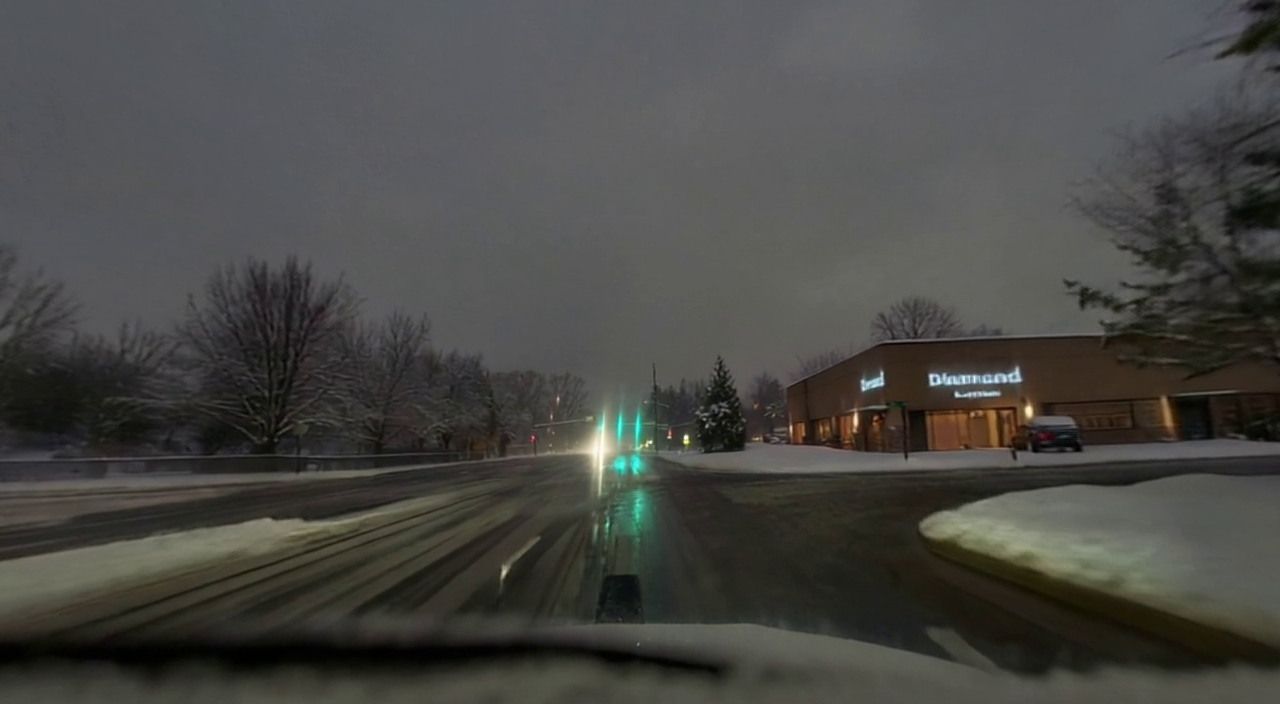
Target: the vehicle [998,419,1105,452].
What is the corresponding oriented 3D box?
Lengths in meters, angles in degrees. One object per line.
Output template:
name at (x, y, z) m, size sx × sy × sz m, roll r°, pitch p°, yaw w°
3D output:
vehicle at (21.730, 4.499, 33.688) m, size 2.028 × 1.584 × 4.971 m, roll 1°, pitch -9°, yaw -5°
